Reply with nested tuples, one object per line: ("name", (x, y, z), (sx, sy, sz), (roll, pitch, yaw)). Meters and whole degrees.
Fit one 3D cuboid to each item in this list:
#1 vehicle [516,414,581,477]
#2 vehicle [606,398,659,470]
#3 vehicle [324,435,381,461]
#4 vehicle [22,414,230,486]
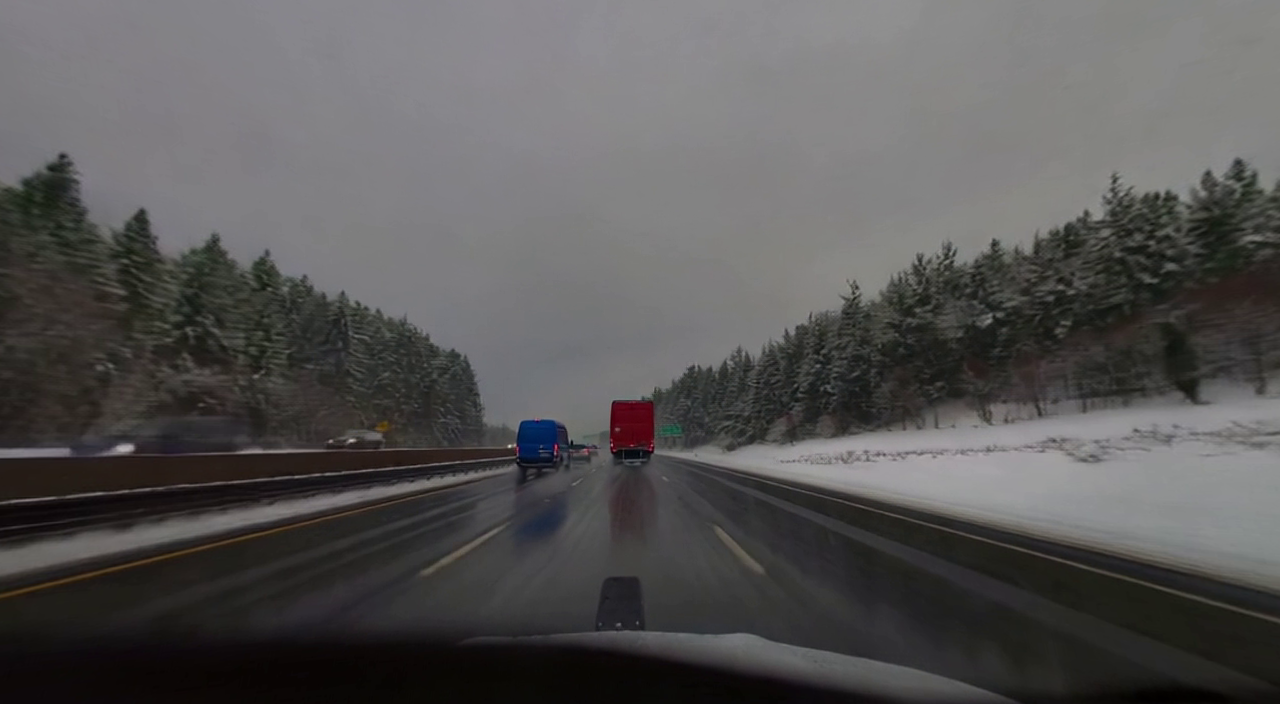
("vehicle", (-4.395, 4.680, 31.426), (2.357, 2.786, 6.144), (0, -9, -1))
("vehicle", (-0.448, 5.436, 40.667), (2.995, 4.036, 10.311), (0, -9, 0))
("vehicle", (-17.475, 5.891, 38.524), (1.757, 1.478, 3.711), (0, -9, -1))
("vehicle", (-13.089, 2.556, 16.496), (1.994, 1.636, 4.057), (0, -9, 0))
